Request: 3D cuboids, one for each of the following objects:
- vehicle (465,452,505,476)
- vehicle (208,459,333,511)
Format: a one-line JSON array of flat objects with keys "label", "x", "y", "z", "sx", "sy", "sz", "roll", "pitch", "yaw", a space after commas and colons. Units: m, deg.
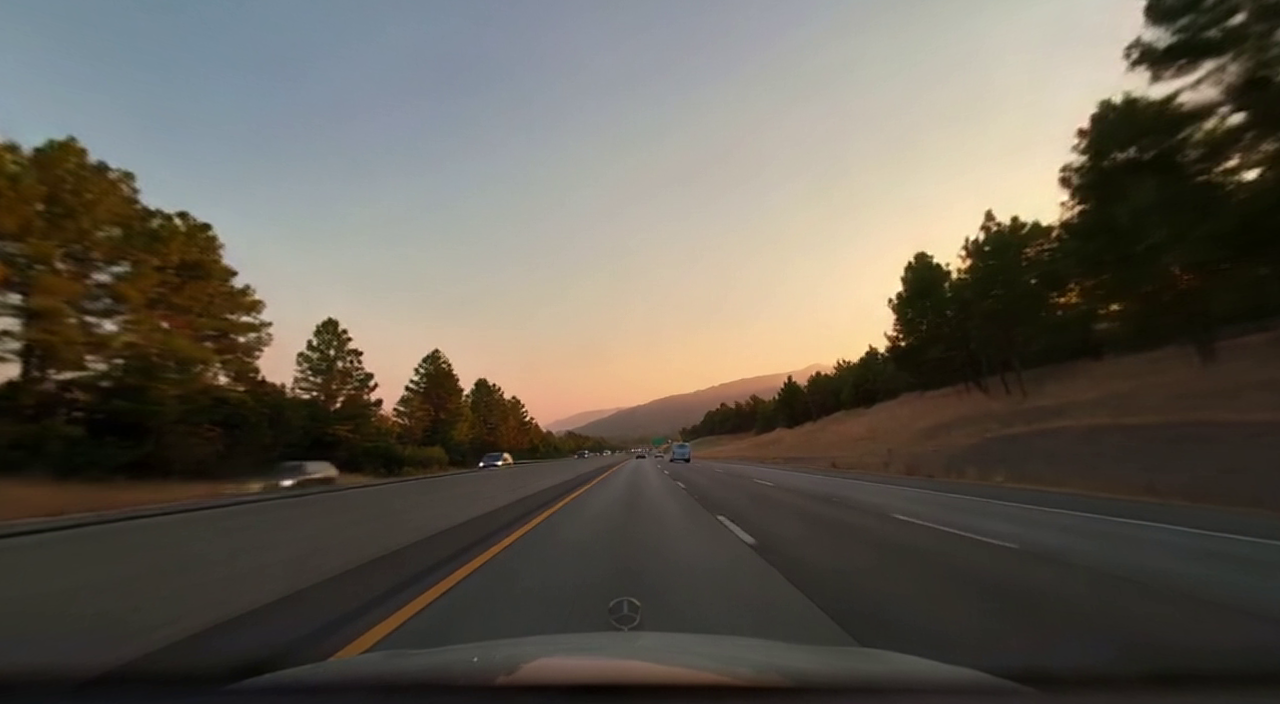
[{"label": "vehicle", "x": -11.660, "y": 8.451, "z": 47.799, "sx": 1.958, "sy": 1.633, "sz": 4.349, "roll": 0, "pitch": -9, "yaw": 0}, {"label": "vehicle", "x": -12.279, "y": 4.401, "z": 21.319, "sx": 1.813, "sy": 1.502, "sz": 3.976, "roll": 0, "pitch": -9, "yaw": 0}]
